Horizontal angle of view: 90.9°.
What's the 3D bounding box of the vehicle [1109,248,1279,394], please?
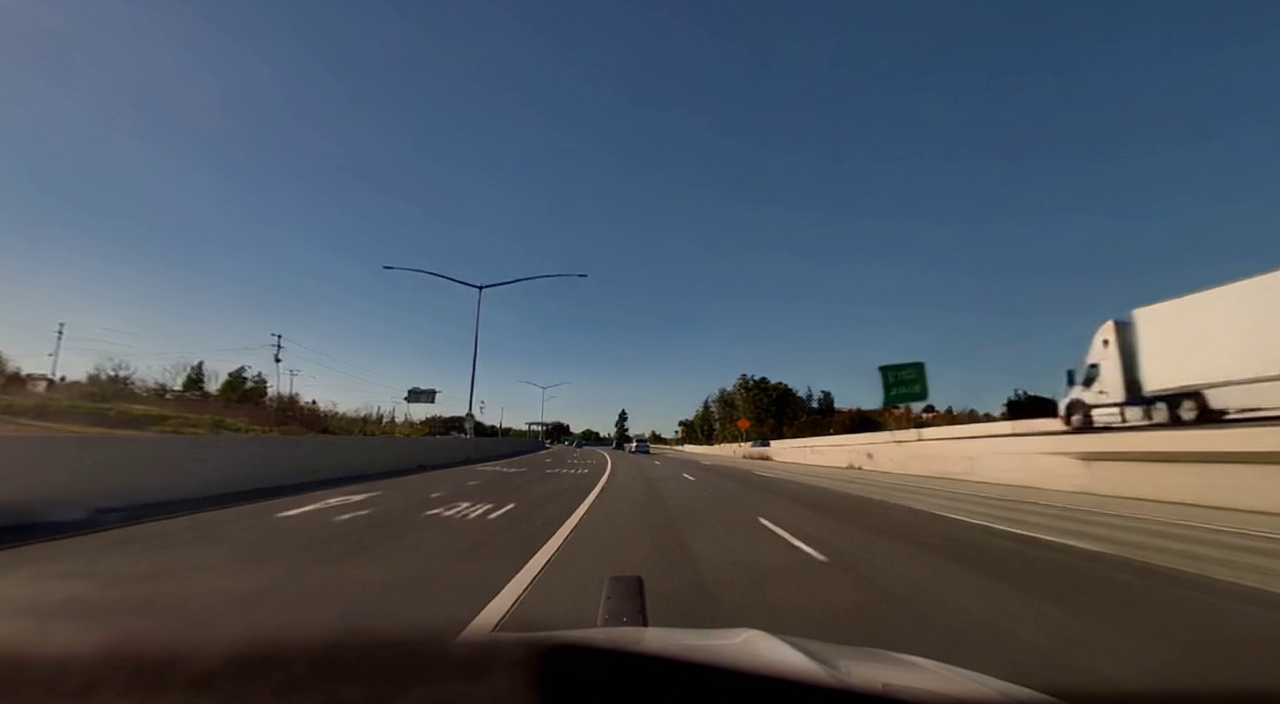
[{"bbox_3d":[24.614,-1.434,22.408,2.893,4.671,14.157,4,-9,-11],"label":"vehicle"}]
